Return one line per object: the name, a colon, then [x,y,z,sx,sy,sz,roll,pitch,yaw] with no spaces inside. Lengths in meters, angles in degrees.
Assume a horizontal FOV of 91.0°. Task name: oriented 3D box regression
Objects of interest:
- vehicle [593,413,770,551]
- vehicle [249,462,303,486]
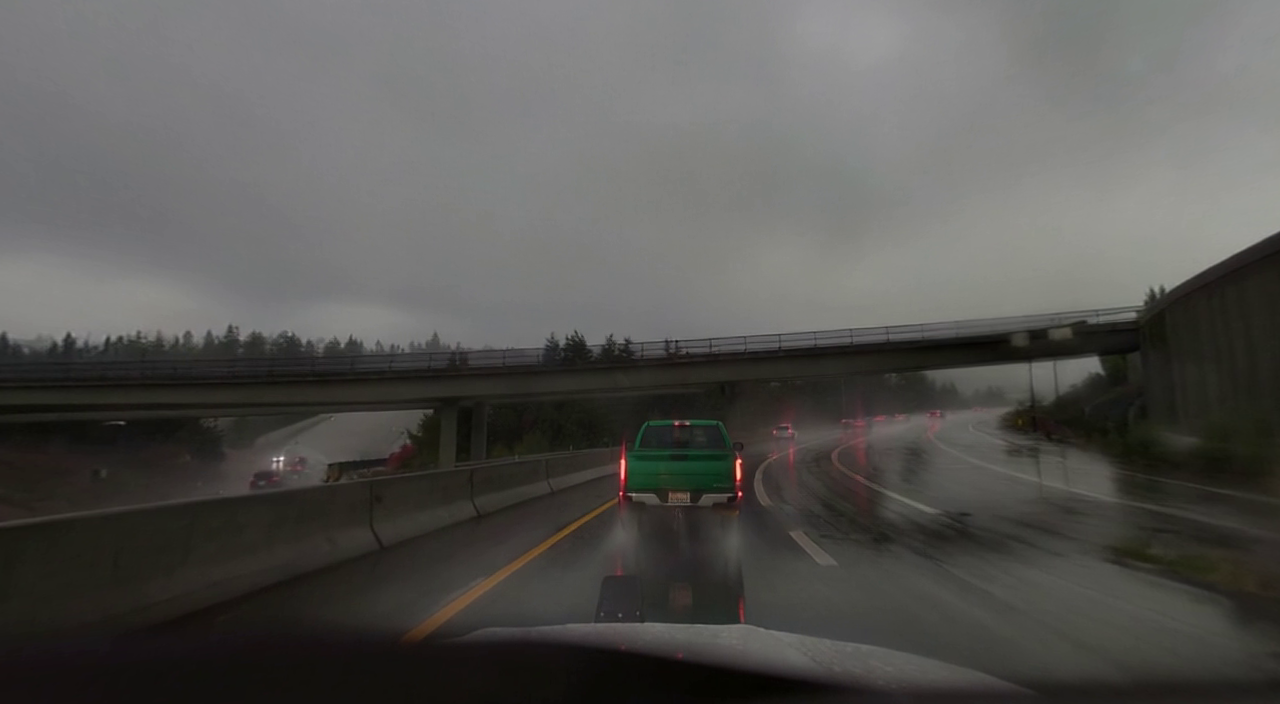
vehicle: [0.690,1.968,10.242,2.235,1.716,4.435,-1,-9,5]
vehicle: [-25.522,8.553,44.314,1.965,1.464,4.514,2,-9,-13]
